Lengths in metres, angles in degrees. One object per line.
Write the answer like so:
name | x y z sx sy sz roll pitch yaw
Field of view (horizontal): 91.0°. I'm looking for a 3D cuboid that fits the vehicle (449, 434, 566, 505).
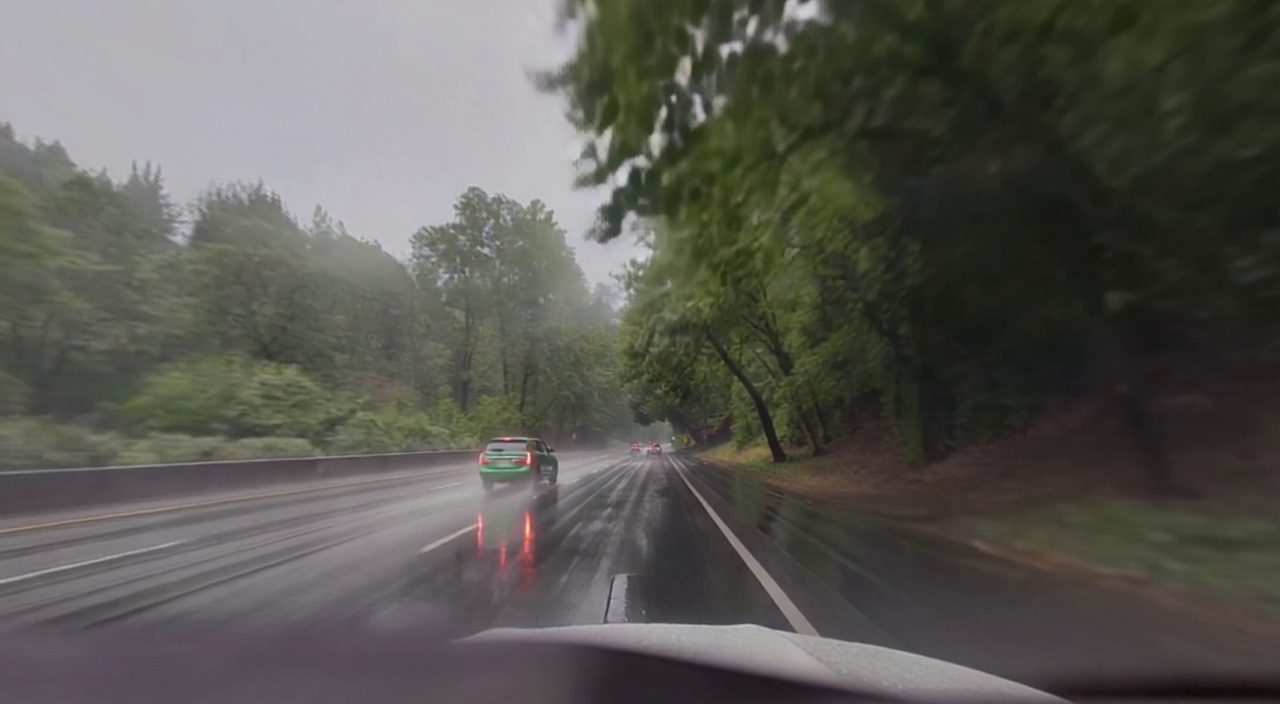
vehicle | -3.222 2.931 16.279 2.015 1.561 4.469 0 -8 1
